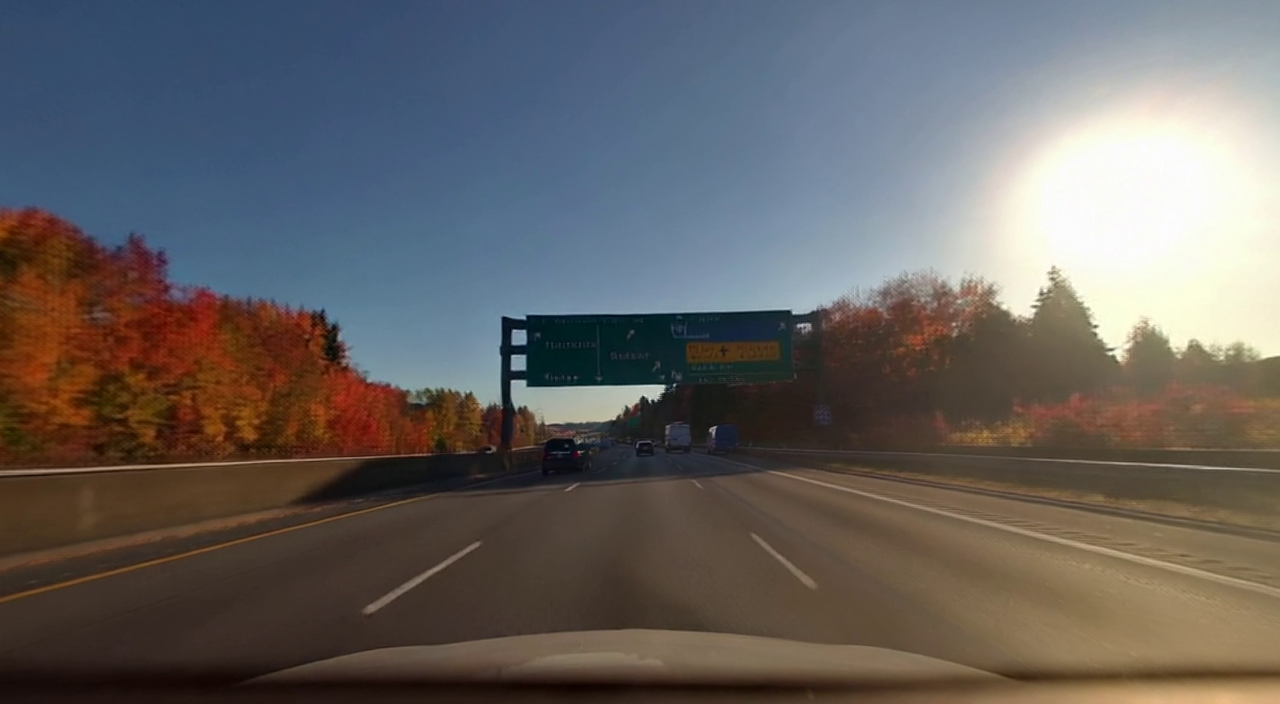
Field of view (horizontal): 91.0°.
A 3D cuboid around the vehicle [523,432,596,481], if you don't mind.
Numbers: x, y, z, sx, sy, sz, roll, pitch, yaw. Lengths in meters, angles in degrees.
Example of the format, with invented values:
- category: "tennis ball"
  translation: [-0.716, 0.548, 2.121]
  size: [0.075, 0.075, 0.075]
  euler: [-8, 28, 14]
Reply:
- category: "vehicle"
  translation: [-3.009, 4.017, 24.422]
  size: [2.177, 1.707, 4.432]
  euler: [0, -8, 1]
